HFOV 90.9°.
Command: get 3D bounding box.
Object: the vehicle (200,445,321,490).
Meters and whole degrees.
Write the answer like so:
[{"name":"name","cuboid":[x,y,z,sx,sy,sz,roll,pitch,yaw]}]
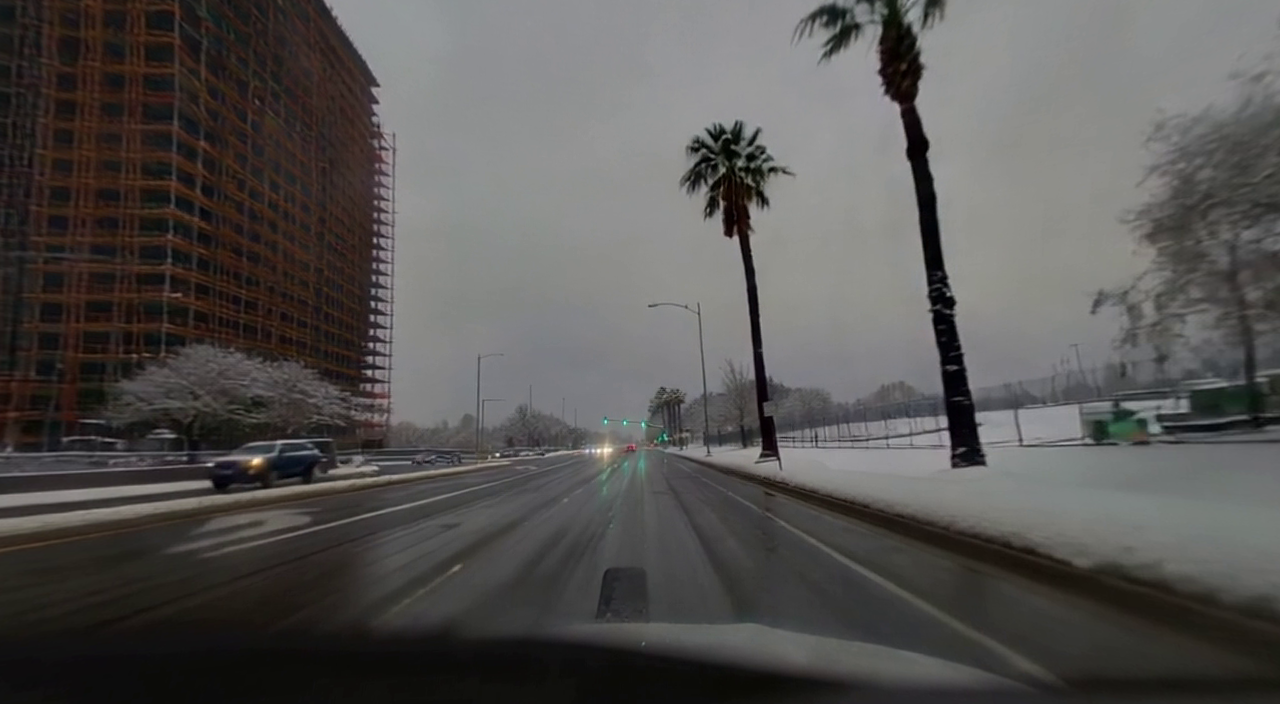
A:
[{"name":"vehicle","cuboid":[-15.764,4.794,26.577,2.117,1.706,4.847,0,-9,-1]}]
